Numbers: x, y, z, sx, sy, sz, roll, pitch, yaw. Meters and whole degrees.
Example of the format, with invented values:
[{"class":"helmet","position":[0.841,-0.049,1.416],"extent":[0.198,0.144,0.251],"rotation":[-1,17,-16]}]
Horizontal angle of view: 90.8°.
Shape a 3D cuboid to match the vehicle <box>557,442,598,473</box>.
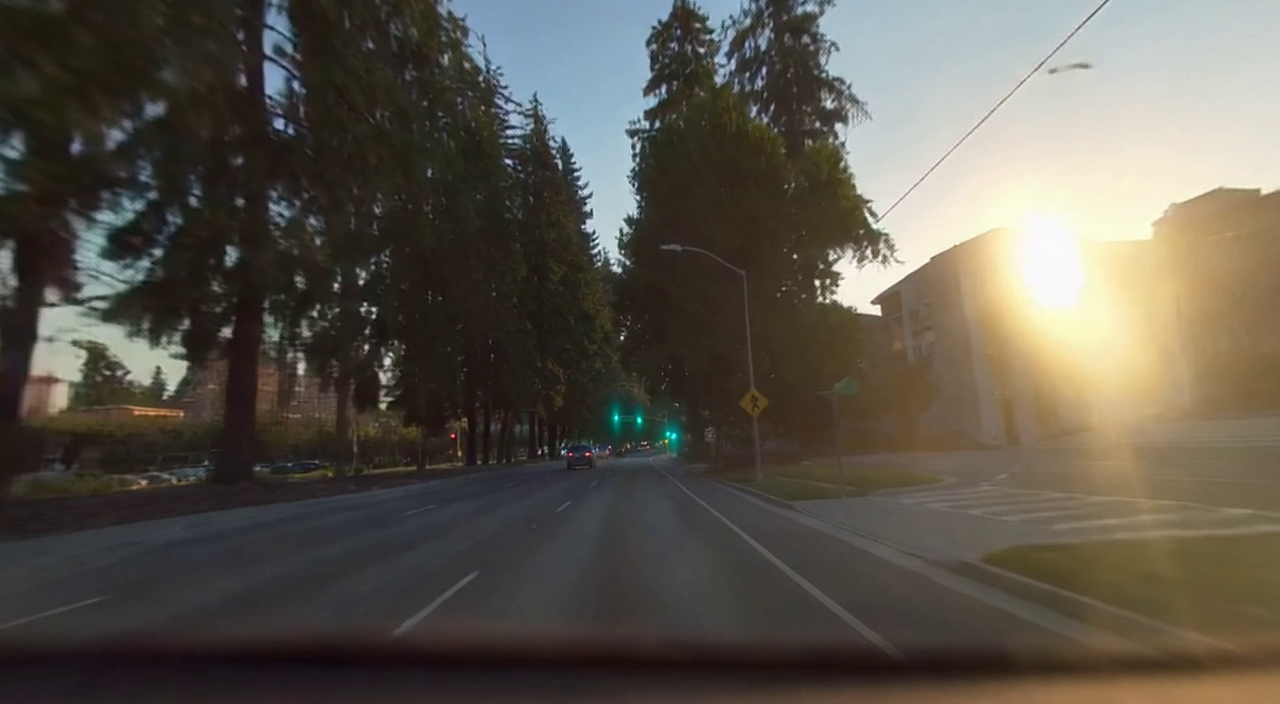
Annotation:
[{"class":"vehicle","position":[-3.607,6.176,37.178],"extent":[1.959,1.741,4.141],"rotation":[0,-9,1]}]
